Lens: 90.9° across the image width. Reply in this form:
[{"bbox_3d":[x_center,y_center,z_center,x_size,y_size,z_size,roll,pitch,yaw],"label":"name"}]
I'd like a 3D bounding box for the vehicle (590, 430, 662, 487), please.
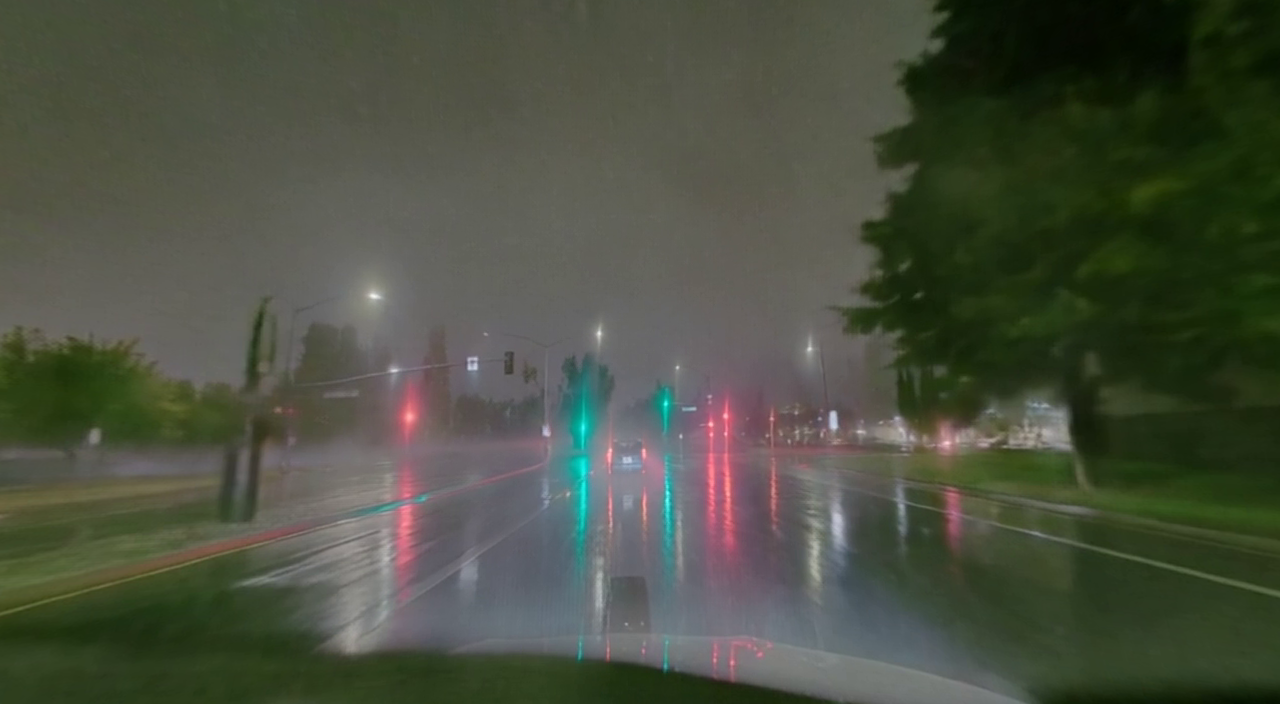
[{"bbox_3d":[-0.471,3.555,21.329,2.192,1.734,4.176,0,-8,-1],"label":"vehicle"}]
